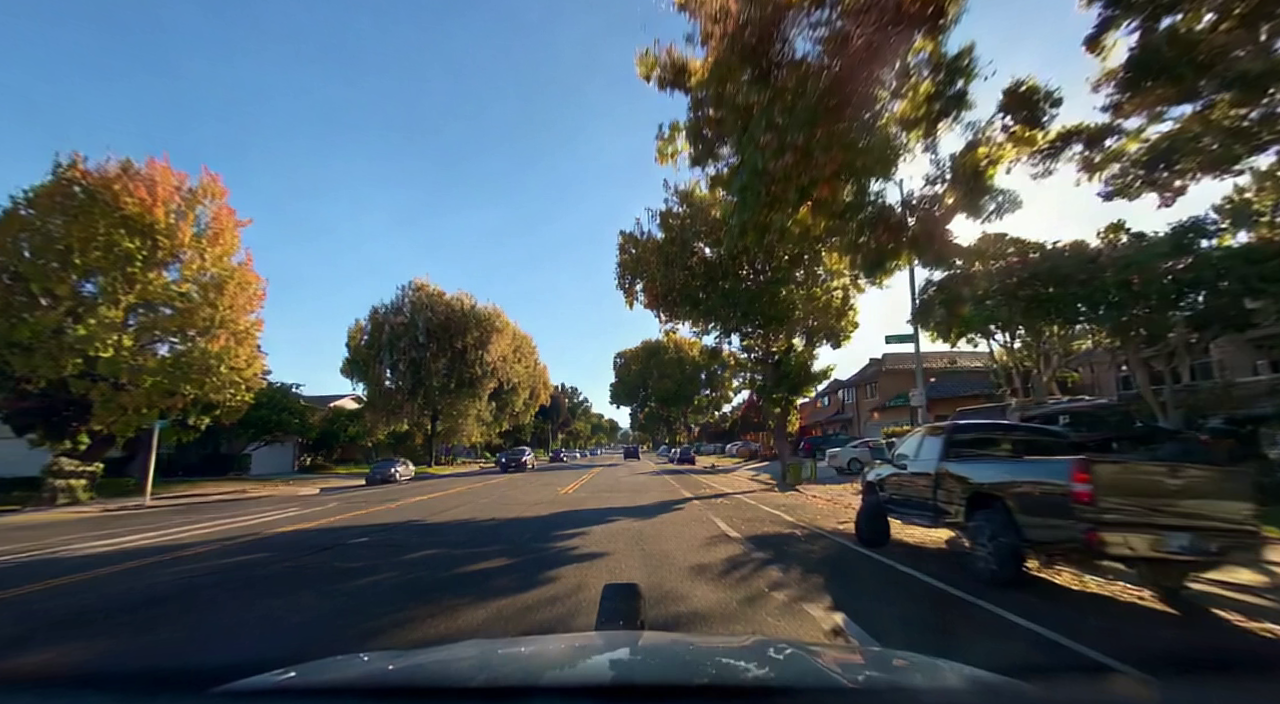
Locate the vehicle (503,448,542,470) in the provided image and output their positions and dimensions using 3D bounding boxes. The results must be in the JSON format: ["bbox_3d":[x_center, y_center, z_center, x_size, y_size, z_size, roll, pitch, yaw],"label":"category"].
[{"bbox_3d":[-8.543,7.805,46.310,1.973,1.509,4.651,0,-8,0],"label":"vehicle"}]

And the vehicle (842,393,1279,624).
[{"bbox_3d":[4.345,1.613,7.551,2.166,1.858,4.667,0,-8,-2],"label":"vehicle"}]
